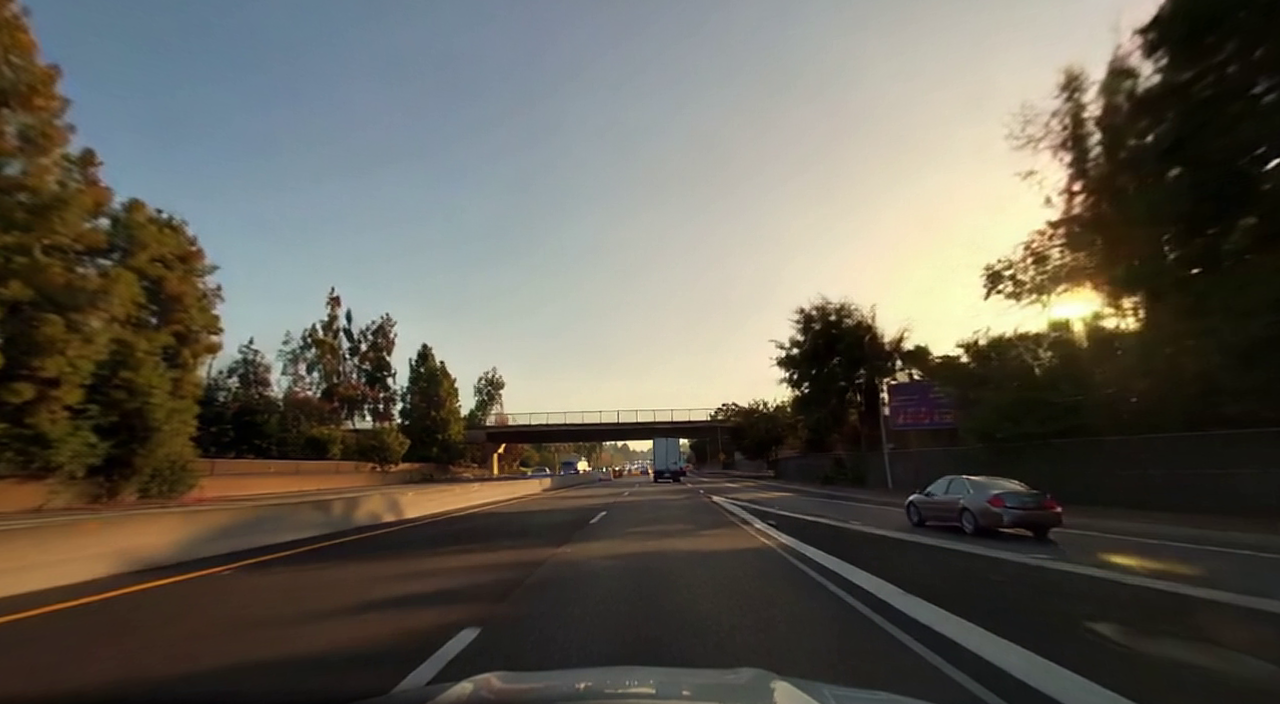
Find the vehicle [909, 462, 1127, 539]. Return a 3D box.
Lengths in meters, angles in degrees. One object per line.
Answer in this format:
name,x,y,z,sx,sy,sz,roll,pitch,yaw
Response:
vehicle,8.365,3.301,14.490,1.949,1.468,4.145,3,-11,-10
